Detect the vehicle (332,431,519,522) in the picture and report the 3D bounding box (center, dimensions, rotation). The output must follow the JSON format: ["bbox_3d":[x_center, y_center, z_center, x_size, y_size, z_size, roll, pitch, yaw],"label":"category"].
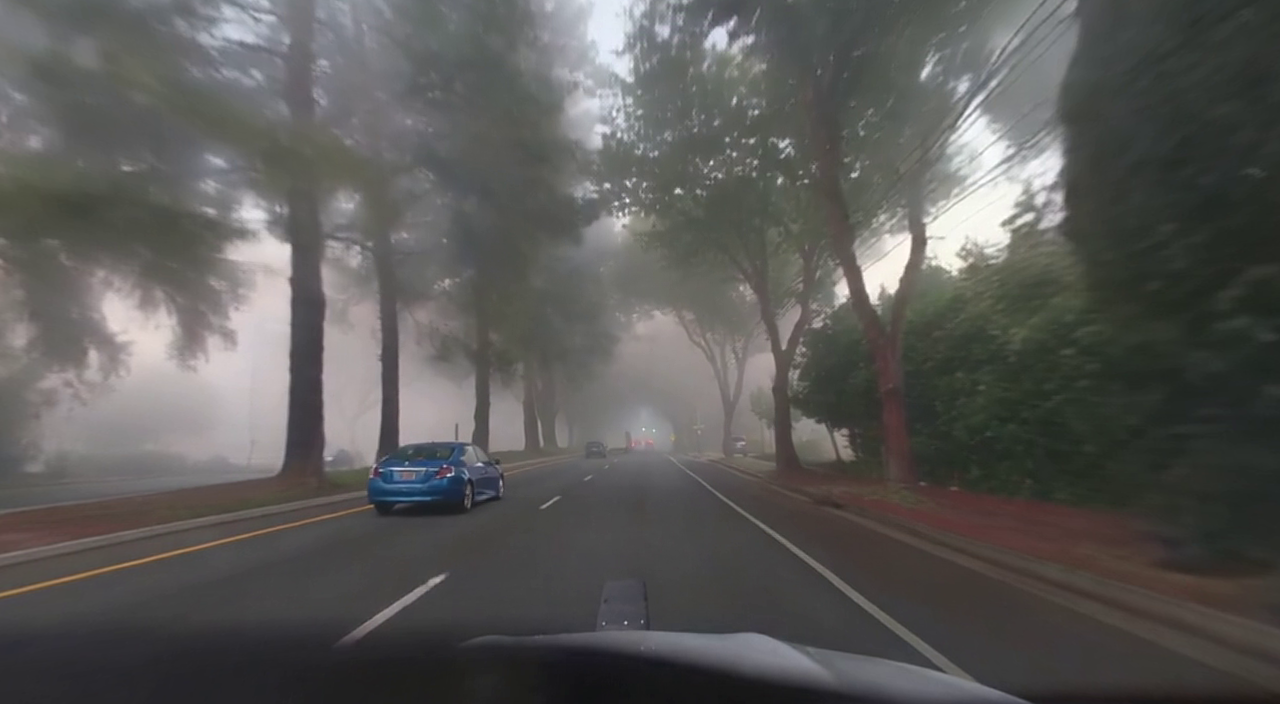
[{"bbox_3d":[-3.902,2.337,12.444,2.033,1.454,4.512,0,-8,1],"label":"vehicle"}]

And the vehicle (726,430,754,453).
[{"bbox_3d":[7.582,6.808,47.929,1.594,1.688,2.861,-2,-8,1],"label":"vehicle"}]
